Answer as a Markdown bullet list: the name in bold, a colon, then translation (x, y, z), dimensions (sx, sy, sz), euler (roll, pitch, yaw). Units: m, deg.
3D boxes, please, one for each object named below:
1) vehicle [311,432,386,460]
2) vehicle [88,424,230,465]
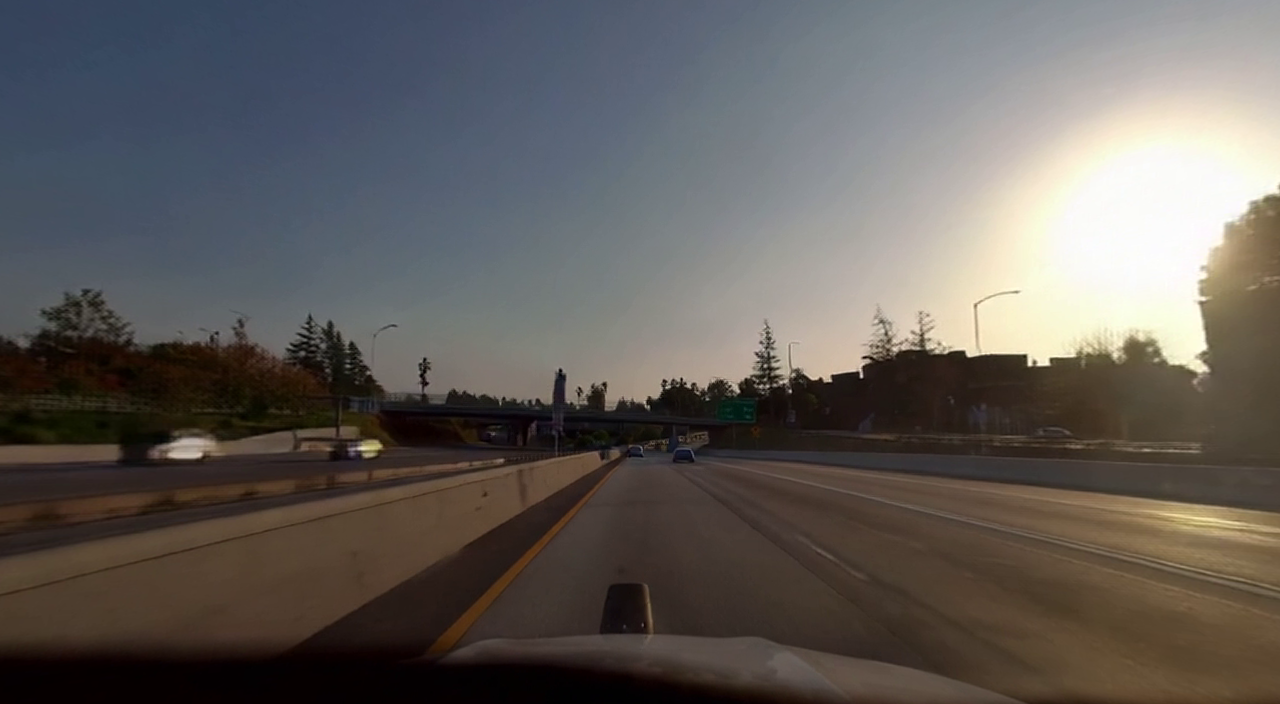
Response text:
- **vehicle**: translation (-16.157, 5.256, 35.210), dimensions (2.033, 1.463, 4.515), euler (0, -8, 0)
- **vehicle**: translation (-19.769, 3.869, 26.252), dimensions (2.074, 1.536, 4.893), euler (0, -8, 0)
